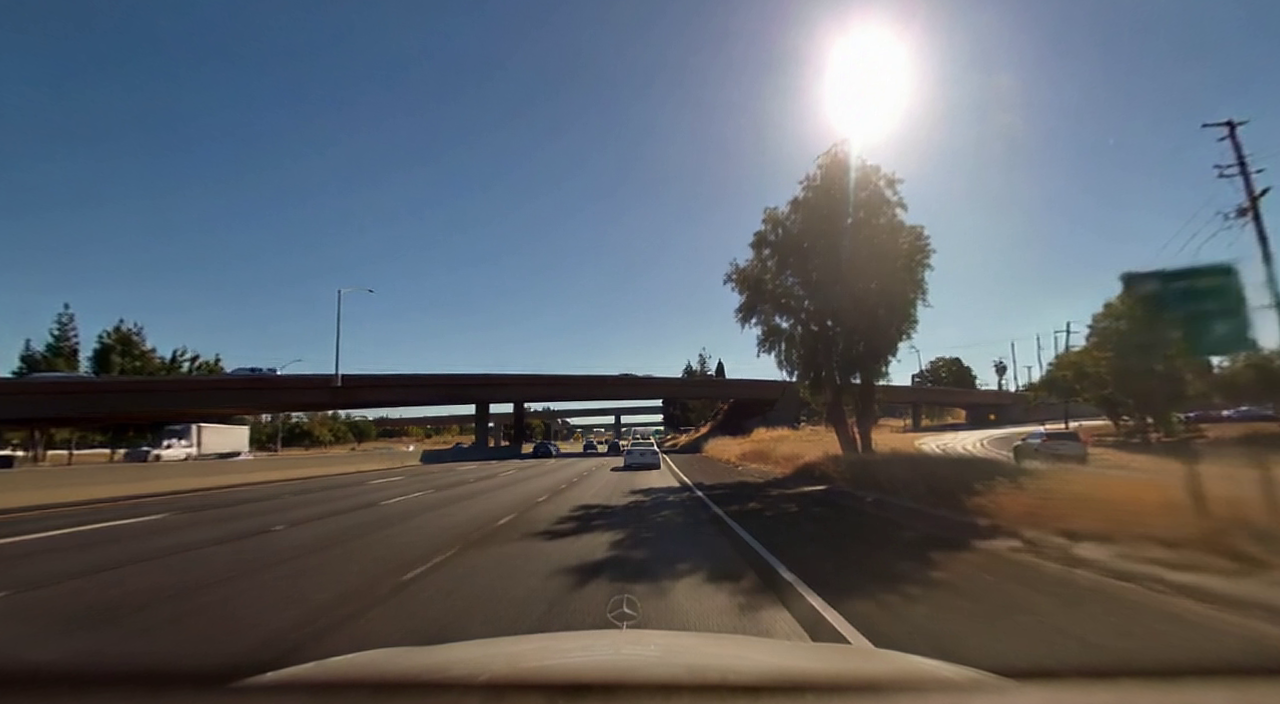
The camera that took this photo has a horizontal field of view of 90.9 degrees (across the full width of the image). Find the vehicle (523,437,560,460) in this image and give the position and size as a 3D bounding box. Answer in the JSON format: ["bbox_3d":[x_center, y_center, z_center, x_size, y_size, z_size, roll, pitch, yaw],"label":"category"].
[{"bbox_3d":[-7.481,7.358,48.196,2.067,1.682,4.388,0,-8,1],"label":"vehicle"}]

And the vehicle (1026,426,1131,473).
[{"bbox_3d":[18.415,4.098,26.788,2.095,1.674,4.530,2,-8,13],"label":"vehicle"}]

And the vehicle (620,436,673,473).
[{"bbox_3d":[0.256,4.401,27.311,2.145,1.493,4.146,0,-8,0],"label":"vehicle"}]
